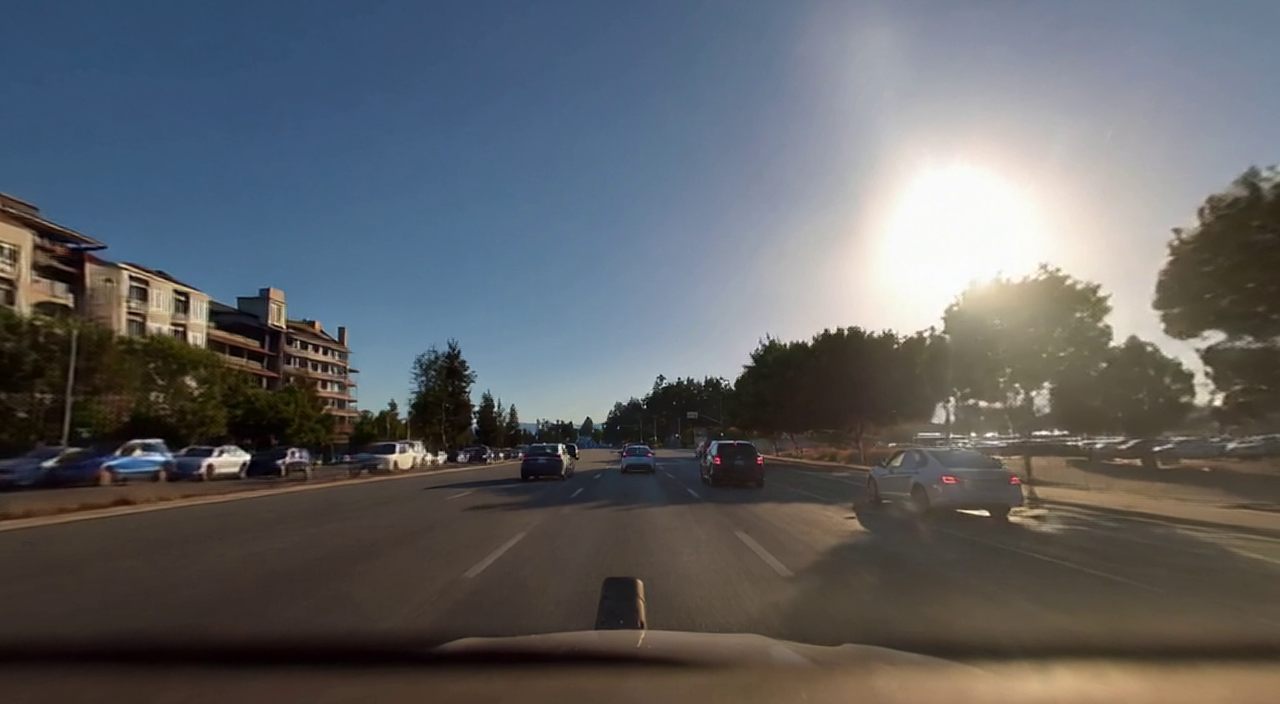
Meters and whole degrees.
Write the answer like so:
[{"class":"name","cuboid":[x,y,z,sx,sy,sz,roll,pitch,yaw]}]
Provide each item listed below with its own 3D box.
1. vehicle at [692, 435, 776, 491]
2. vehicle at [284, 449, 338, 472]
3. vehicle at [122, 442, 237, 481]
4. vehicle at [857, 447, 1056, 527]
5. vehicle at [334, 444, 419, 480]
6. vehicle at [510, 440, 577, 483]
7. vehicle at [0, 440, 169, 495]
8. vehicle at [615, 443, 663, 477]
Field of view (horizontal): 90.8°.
[{"class":"vehicle","cuboid":[3.127,3.803,22.050,2.161,1.716,4.194,0,-8,-2]},{"class":"vehicle","cuboid":[-22.627,7.442,43.574,1.766,1.491,3.678,0,-8,0]},{"class":"vehicle","cuboid":[-22.489,5.334,31.136,2.005,1.761,4.824,0,-8,0]},{"class":"vehicle","cuboid":[6.523,2.782,13.700,1.945,1.408,4.288,0,-8,-2]},{"class":"vehicle","cuboid":[-12.508,5.218,30.397,2.043,1.571,4.946,0,-8,-1]},{"class":"vehicle","cuboid":[-3.985,4.579,26.817,2.172,1.671,4.175,0,-8,0]},{"class":"vehicle","cuboid":[-19.009,3.883,21.703,2.186,1.676,4.444,0,-8,-1]},{"class":"vehicle","cuboid":[-0.107,5.172,30.515,2.155,1.486,4.403,0,-8,-1]}]
